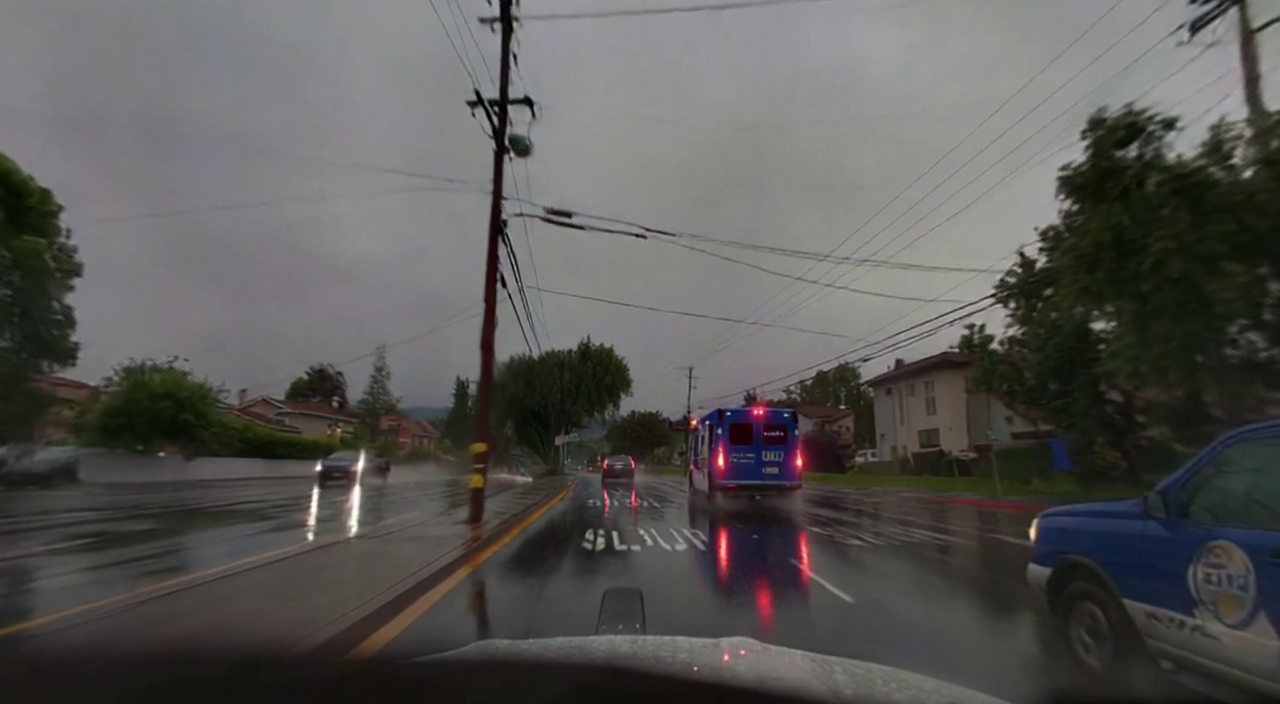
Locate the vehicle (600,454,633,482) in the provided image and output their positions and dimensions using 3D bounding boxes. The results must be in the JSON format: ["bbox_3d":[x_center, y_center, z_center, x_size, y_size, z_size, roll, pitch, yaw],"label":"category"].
[{"bbox_3d":[-1.598,7.617,41.747,2.114,1.707,3.725,0,-9,-3],"label":"vehicle"}]

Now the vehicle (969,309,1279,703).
[{"bbox_3d":[3.624,0.750,2.189,2.194,1.922,4.822,0,-9,-2],"label":"vehicle"}]

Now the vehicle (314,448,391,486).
[{"bbox_3d":[-13.907,5.532,30.848,1.909,1.705,4.126,0,-9,-2],"label":"vehicle"}]

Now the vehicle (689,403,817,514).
[{"bbox_3d":[3.000,3.052,18.412,2.406,2.687,5.521,0,-9,-3],"label":"vehicle"}]
